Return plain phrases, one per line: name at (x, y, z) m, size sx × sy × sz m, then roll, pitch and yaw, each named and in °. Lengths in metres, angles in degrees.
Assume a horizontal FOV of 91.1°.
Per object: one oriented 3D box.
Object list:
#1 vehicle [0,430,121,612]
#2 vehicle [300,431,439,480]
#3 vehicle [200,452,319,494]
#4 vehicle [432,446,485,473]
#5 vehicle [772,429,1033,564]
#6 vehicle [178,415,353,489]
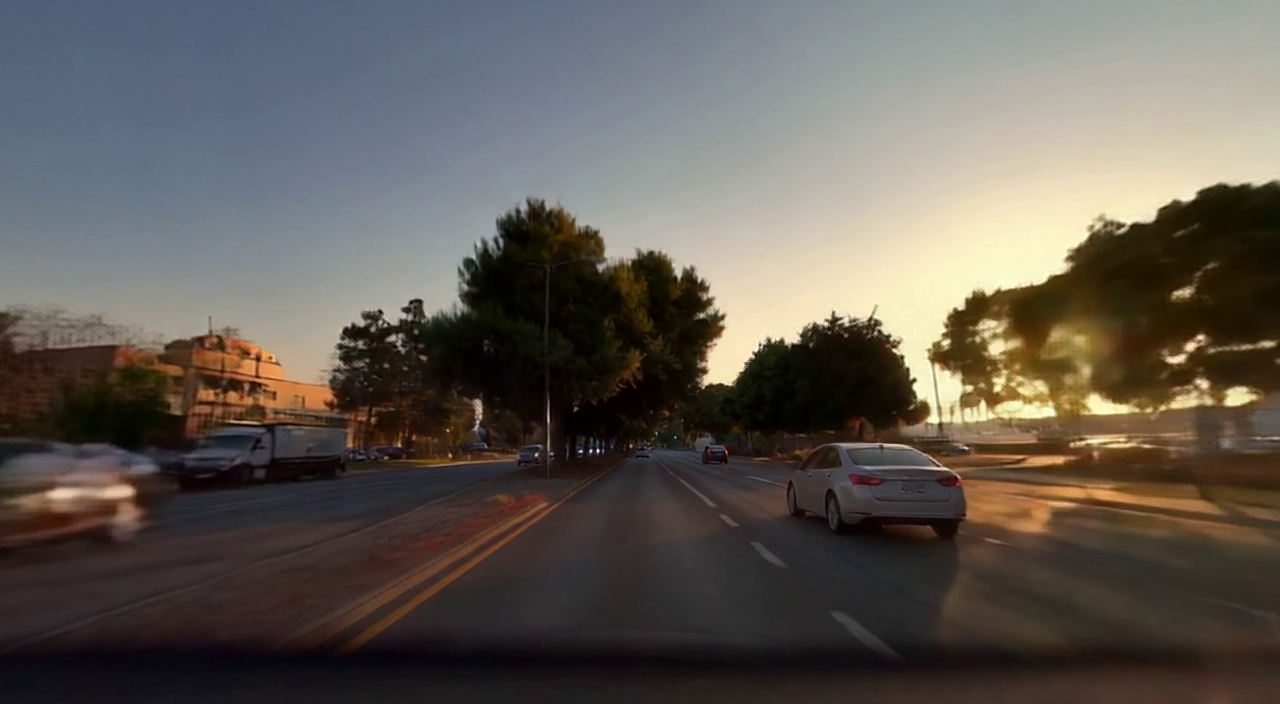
vehicle at (-6.124, 1.212, 3.958) m, size 1.923 × 1.471 × 4.646 m, roll 0°, pitch -9°, yaw -4°
vehicle at (-18.256, 7.197, 44.417) m, size 2.964 × 2.641 × 15.868 m, roll -3°, pitch -8°, yaw 0°
vehicle at (-14.973, 4.755, 25.077) m, size 1.859 × 1.452 × 4.608 m, roll 0°, pitch -9°, yaw 0°
vehicle at (-11.854, 7.029, 41.303) m, size 2.018 × 1.639 × 4.764 m, roll -1°, pitch -9°, yaw 1°
vehicle at (3.435, 1.964, 9.340) m, size 1.935 × 1.501 × 4.384 m, roll 0°, pitch -9°, yaw -1°
vehicle at (-18.233, 5.042, 31.758) m, size 3.043 × 2.916 × 9.736 m, roll -4°, pitch -9°, yaw -1°
